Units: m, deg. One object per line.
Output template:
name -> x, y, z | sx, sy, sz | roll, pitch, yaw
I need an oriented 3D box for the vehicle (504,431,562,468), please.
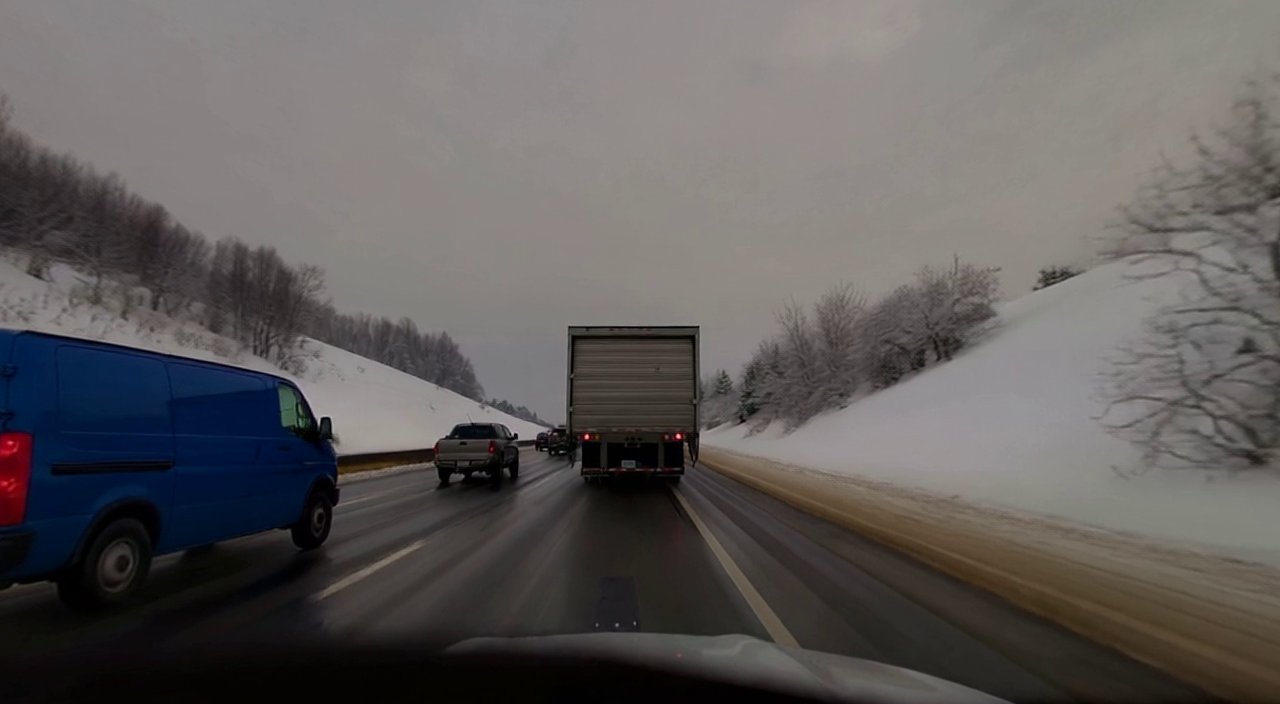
vehicle -> -4.856, 4.478, 29.179 | 1.931, 1.539, 4.441 | 0, -8, 0

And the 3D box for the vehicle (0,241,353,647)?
vehicle -> -5.262, 0.857, 5.995 | 2.478, 2.515, 5.438 | 0, -8, -1

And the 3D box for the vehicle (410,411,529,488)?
vehicle -> -4.880, 2.887, 18.927 | 2.168, 1.985, 4.952 | 0, -8, 0

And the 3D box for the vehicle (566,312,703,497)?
vehicle -> -0.196, 1.788, 18.790 | 2.953, 4.041, 10.072 | 0, -8, -1
